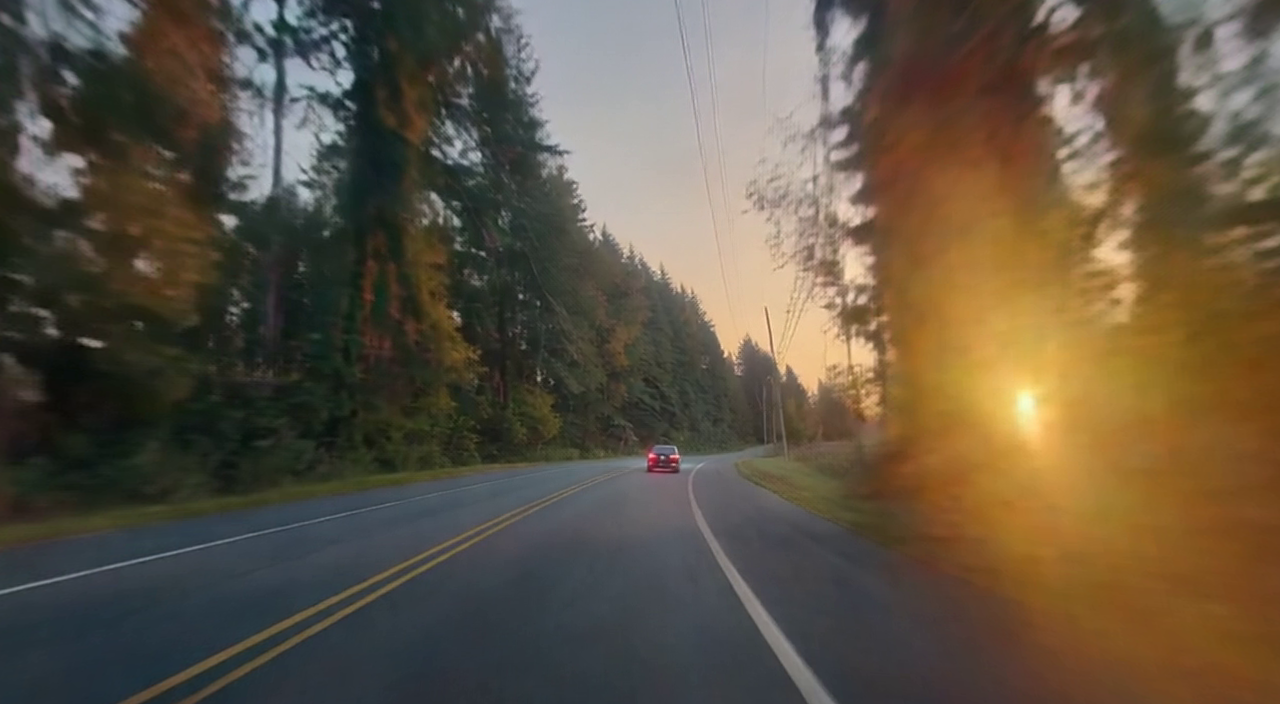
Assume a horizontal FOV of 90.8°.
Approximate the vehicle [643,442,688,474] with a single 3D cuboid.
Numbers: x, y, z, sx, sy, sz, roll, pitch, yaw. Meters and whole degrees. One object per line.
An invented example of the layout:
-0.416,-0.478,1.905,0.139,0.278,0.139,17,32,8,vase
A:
1.374,5.470,32.881,2.059,1.524,3.963,-1,-9,6,vehicle
